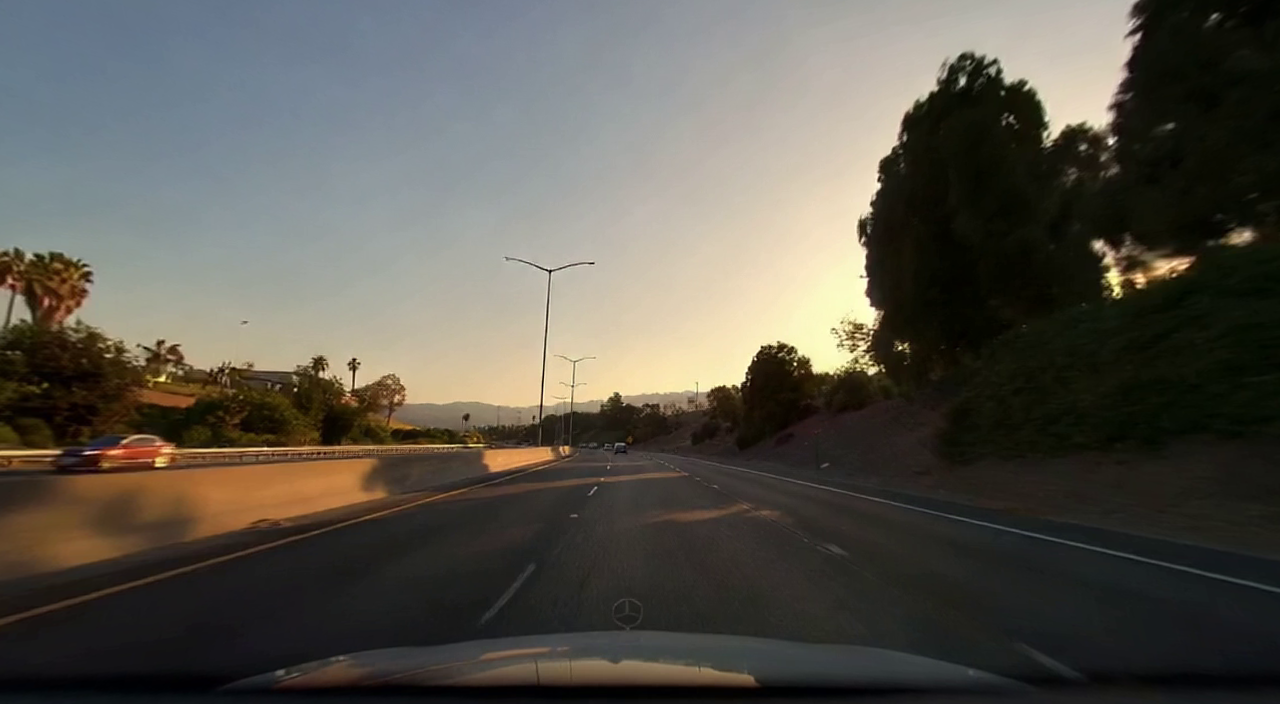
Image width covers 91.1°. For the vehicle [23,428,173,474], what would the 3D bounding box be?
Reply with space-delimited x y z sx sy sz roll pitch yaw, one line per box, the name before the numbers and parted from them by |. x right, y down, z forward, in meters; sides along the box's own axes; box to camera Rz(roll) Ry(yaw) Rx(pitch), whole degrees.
vehicle | -23.241 4.283 27.272 2.093 1.798 4.981 0 -9 -1
